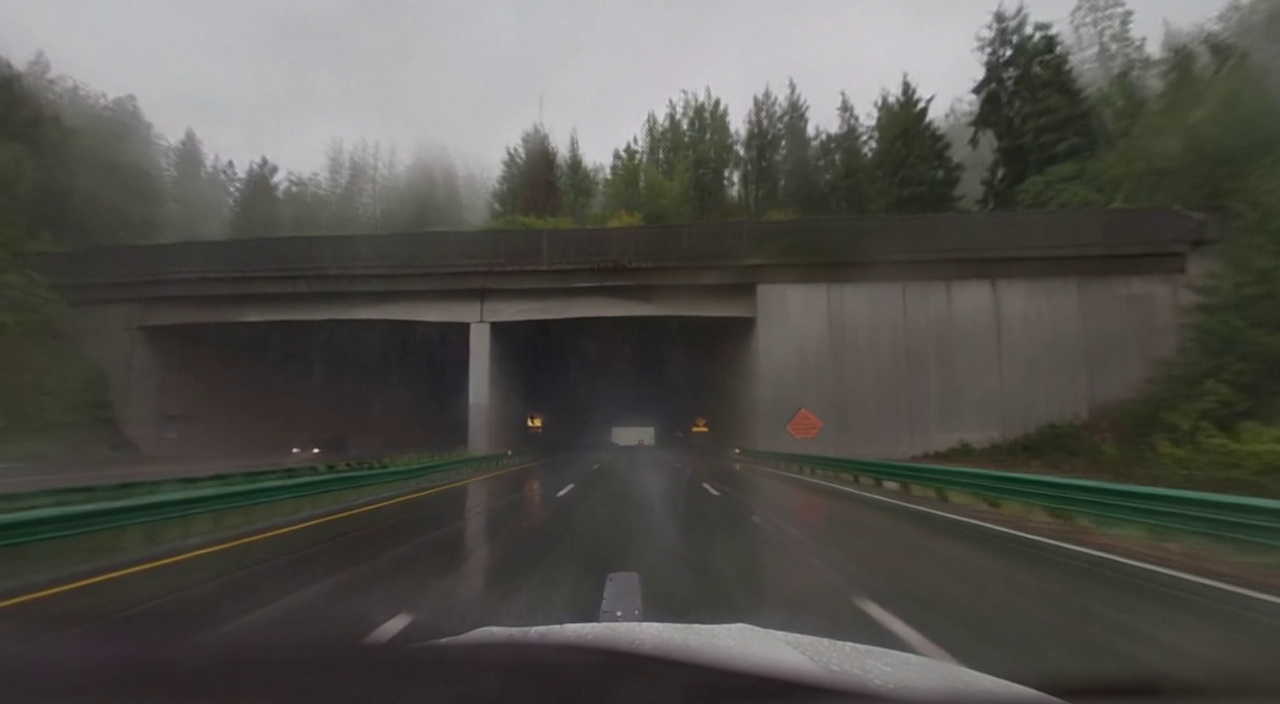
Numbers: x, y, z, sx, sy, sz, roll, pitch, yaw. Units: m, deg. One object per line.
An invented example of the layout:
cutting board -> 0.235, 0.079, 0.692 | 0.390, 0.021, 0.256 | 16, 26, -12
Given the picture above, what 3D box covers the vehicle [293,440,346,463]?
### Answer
vehicle -> -22.594, 6.990, 44.500 | 1.863, 1.490, 3.869 | 0, -8, -3
